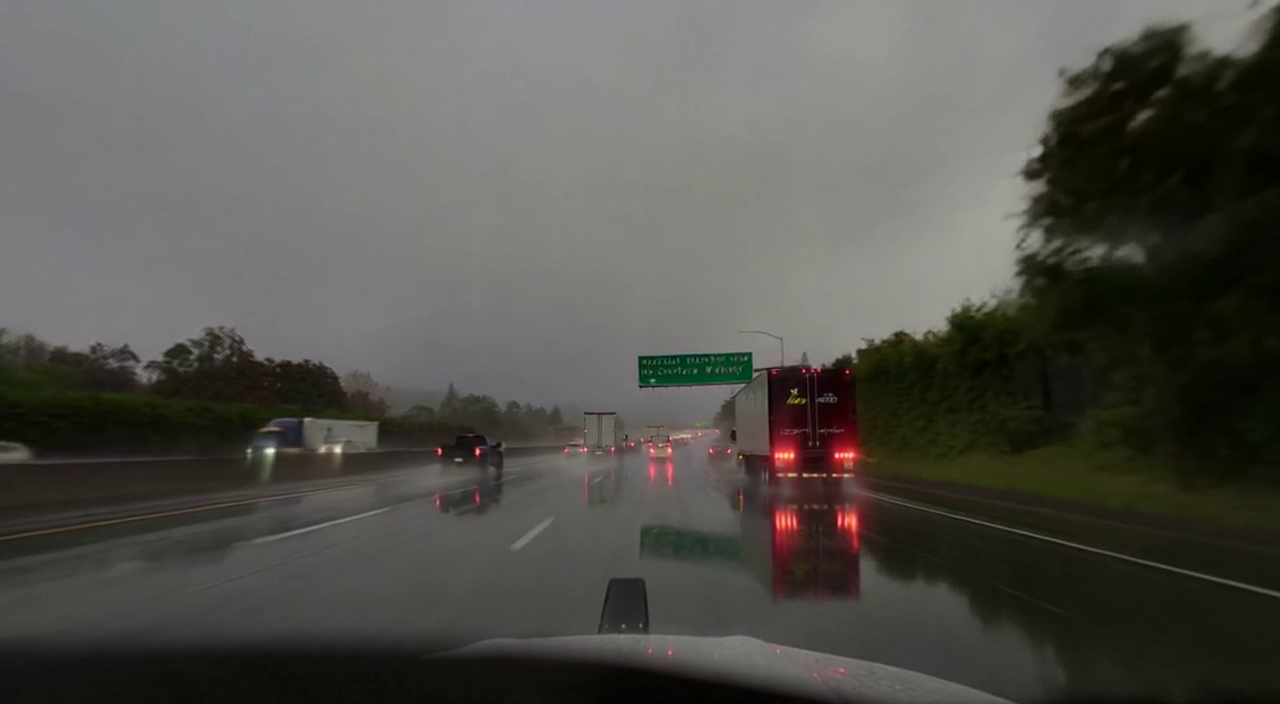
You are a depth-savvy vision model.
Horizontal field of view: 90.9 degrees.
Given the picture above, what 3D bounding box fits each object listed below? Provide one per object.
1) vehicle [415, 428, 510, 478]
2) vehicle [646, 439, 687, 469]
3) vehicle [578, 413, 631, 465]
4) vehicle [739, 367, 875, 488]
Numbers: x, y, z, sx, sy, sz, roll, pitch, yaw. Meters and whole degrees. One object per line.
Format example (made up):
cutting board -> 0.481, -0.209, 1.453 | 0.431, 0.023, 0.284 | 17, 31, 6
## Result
vehicle -> -7.074, 4.099, 25.837 | 2.272, 1.850, 5.156 | 0, -8, 1
vehicle -> 1.424, 5.572, 34.680 | 2.105, 1.502, 4.068 | 0, -8, 1
vehicle -> -2.212, 5.847, 42.249 | 2.745, 3.156, 7.608 | 0, -8, 3
vehicle -> 5.391, 2.724, 22.037 | 2.895, 3.484, 7.631 | 0, -8, 2
